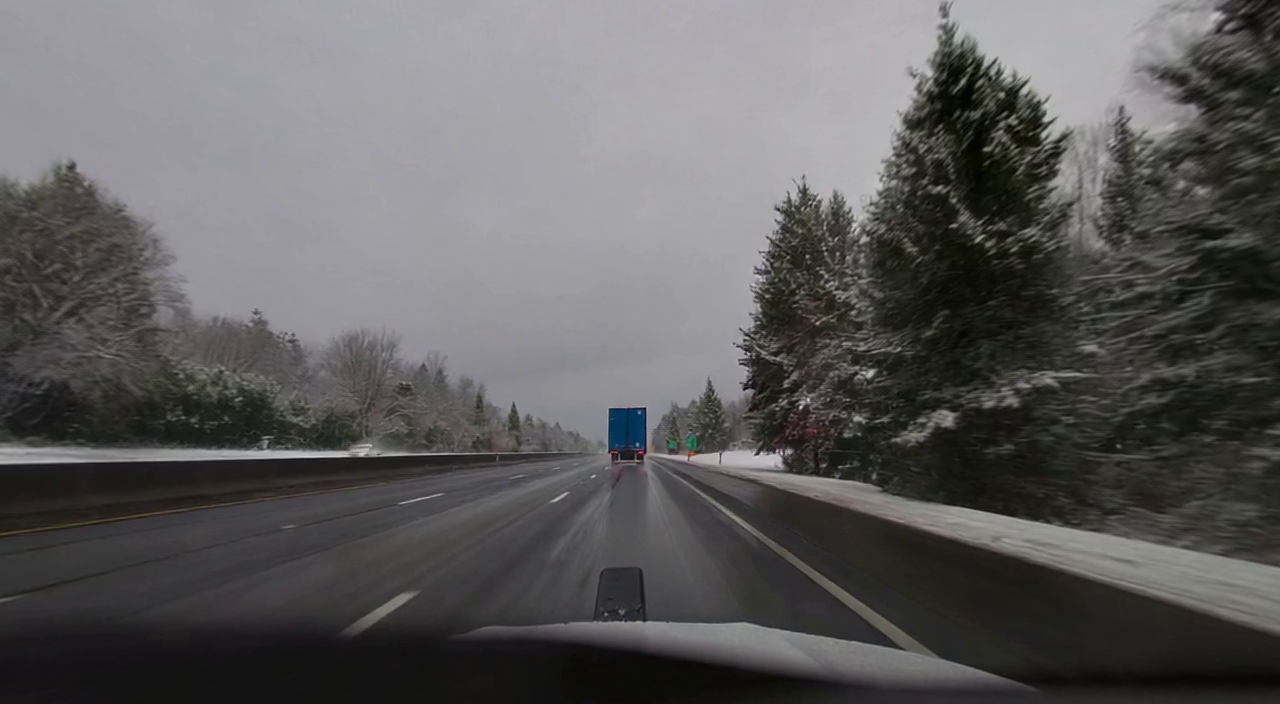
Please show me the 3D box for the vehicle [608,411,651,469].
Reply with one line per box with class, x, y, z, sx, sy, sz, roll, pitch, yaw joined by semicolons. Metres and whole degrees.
vehicle;-0.767;6.940;48.979;2.982;3.947;11.075;0;-9;0
